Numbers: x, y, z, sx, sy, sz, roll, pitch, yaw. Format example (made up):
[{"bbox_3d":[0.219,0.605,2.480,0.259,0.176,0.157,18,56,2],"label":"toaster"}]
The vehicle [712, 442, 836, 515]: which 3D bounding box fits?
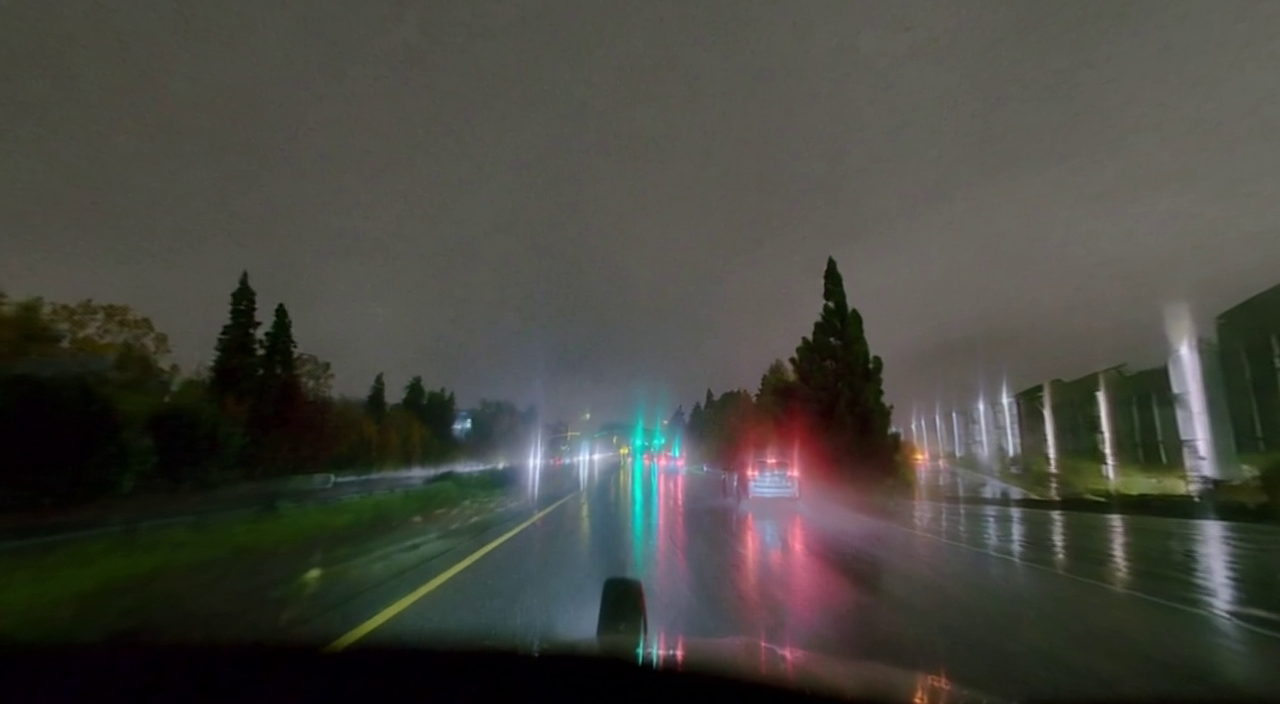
[{"bbox_3d":[3.114,3.052,15.753,2.042,1.518,4.477,1,-9,-1],"label":"vehicle"}]
